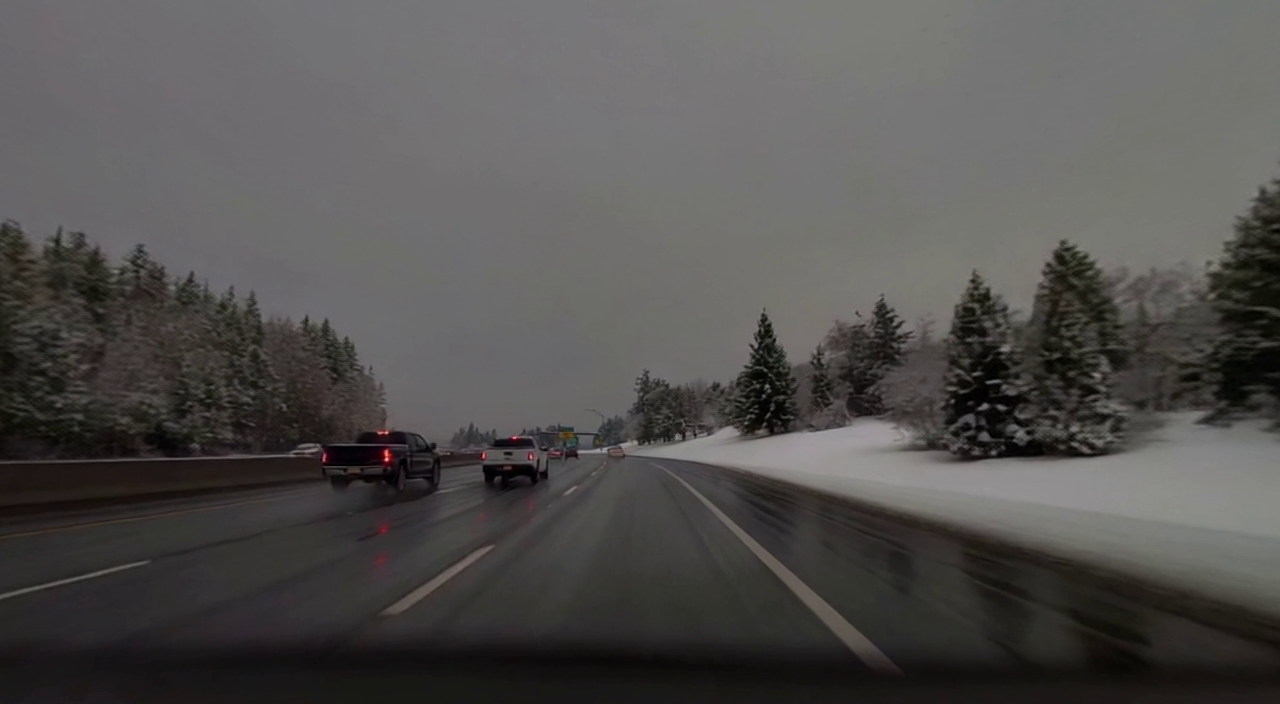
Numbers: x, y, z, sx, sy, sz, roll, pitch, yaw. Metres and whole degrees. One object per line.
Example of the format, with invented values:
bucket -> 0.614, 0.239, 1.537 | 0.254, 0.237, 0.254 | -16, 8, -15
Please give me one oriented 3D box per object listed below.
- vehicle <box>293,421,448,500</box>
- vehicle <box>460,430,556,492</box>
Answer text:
vehicle -> -7.533, 3.093, 18.305 | 2.160, 1.949, 5.293 | 0, -8, 0
vehicle -> -4.181, 3.534, 20.818 | 2.142, 1.789, 5.009 | 0, -8, -1
